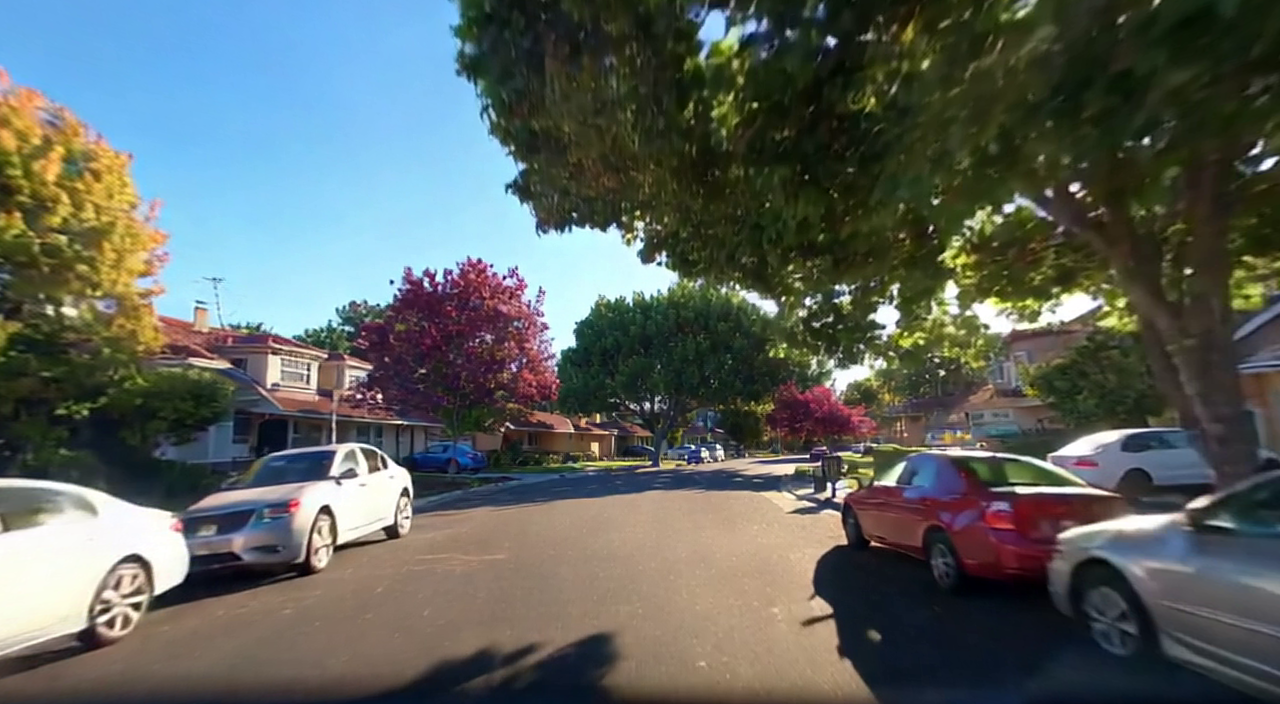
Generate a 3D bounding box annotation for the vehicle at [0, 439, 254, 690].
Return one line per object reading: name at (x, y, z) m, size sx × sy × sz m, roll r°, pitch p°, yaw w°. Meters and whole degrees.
vehicle at (-4.765, 1.289, 3.740) m, size 1.925 × 1.468 × 5.089 m, roll -2°, pitch -9°, yaw -2°

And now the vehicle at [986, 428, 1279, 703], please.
vehicle at (3.760, 1.043, 2.564) m, size 1.946 × 1.484 × 4.654 m, roll 0°, pitch -8°, yaw -2°

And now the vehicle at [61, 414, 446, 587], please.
vehicle at (-4.909, 1.959, 9.336) m, size 2.409 × 1.815 × 5.093 m, roll 0°, pitch -9°, yaw 0°
